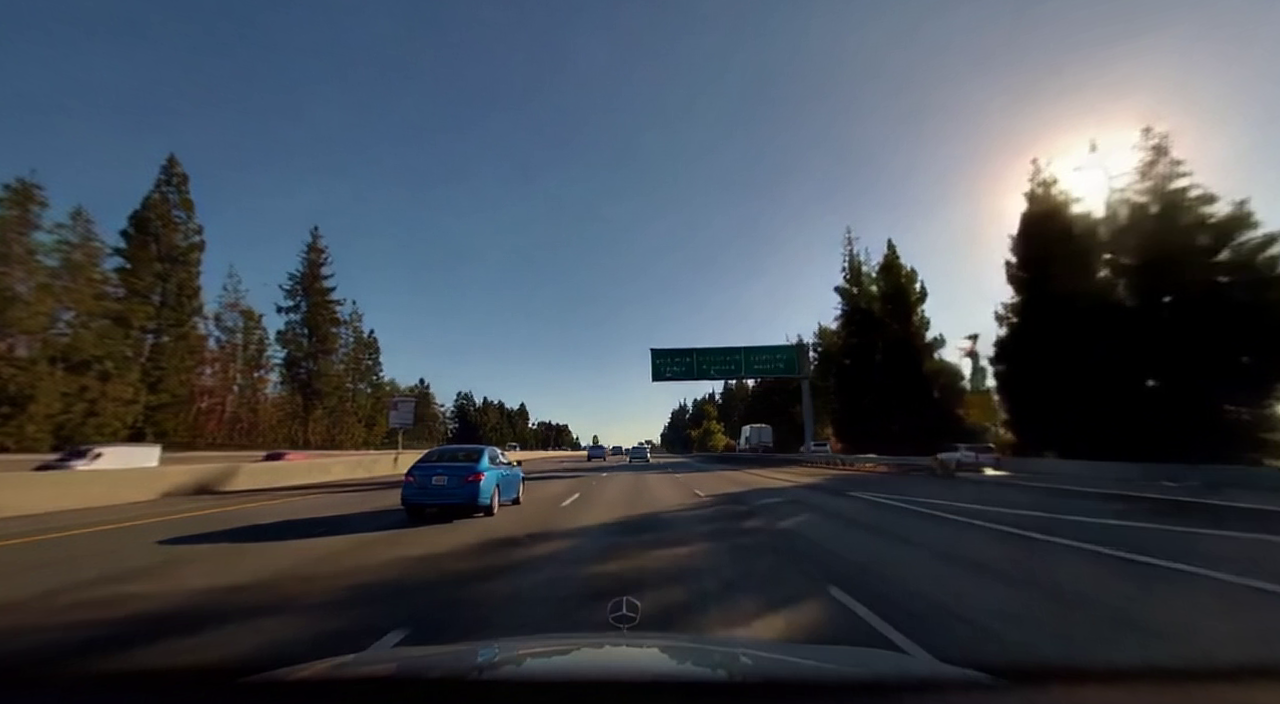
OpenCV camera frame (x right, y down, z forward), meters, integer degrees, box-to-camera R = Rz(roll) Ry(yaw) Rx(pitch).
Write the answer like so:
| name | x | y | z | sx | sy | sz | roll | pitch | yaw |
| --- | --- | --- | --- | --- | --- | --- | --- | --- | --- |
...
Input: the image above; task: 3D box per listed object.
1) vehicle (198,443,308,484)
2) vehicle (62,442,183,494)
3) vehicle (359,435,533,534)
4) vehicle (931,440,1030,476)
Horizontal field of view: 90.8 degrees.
| name | x | y | z | sx | sy | sz | roll | pitch | yaw |
| --- | --- | --- | --- | --- | --- | --- | --- | --- | --- |
| vehicle | -17.353 | 5.005 | 28.672 | 2.043 | 1.651 | 4.727 | 0 | -9 | -1 |
| vehicle | -36.890 | 8.244 | 45.468 | 2.849 | 3.374 | 7.257 | 1 | -9 | -5 |
| vehicle | -3.435 | 2.431 | 12.171 | 2.020 | 1.554 | 4.137 | 0 | -9 | 0 |
| vehicle | 15.574 | 4.875 | 29.253 | 1.873 | 1.463 | 4.937 | 0 | -9 | 1 |
